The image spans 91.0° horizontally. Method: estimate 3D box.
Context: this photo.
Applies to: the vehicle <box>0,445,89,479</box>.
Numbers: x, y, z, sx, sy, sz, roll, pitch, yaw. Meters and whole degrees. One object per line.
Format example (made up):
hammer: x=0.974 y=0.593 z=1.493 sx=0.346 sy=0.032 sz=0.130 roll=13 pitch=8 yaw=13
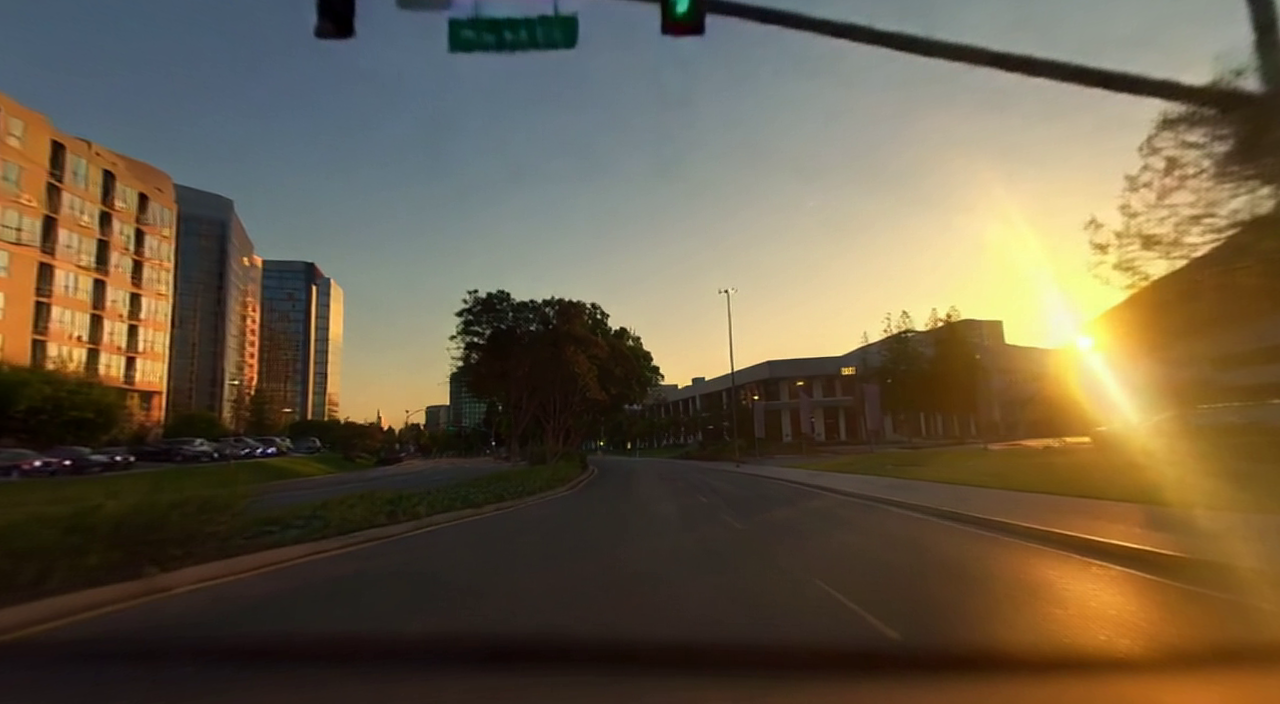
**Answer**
vehicle: x=-29.067 y=5.108 z=29.388 sx=4.652 sy=1.489 sz=1.992 roll=0 pitch=-8 yaw=-2
